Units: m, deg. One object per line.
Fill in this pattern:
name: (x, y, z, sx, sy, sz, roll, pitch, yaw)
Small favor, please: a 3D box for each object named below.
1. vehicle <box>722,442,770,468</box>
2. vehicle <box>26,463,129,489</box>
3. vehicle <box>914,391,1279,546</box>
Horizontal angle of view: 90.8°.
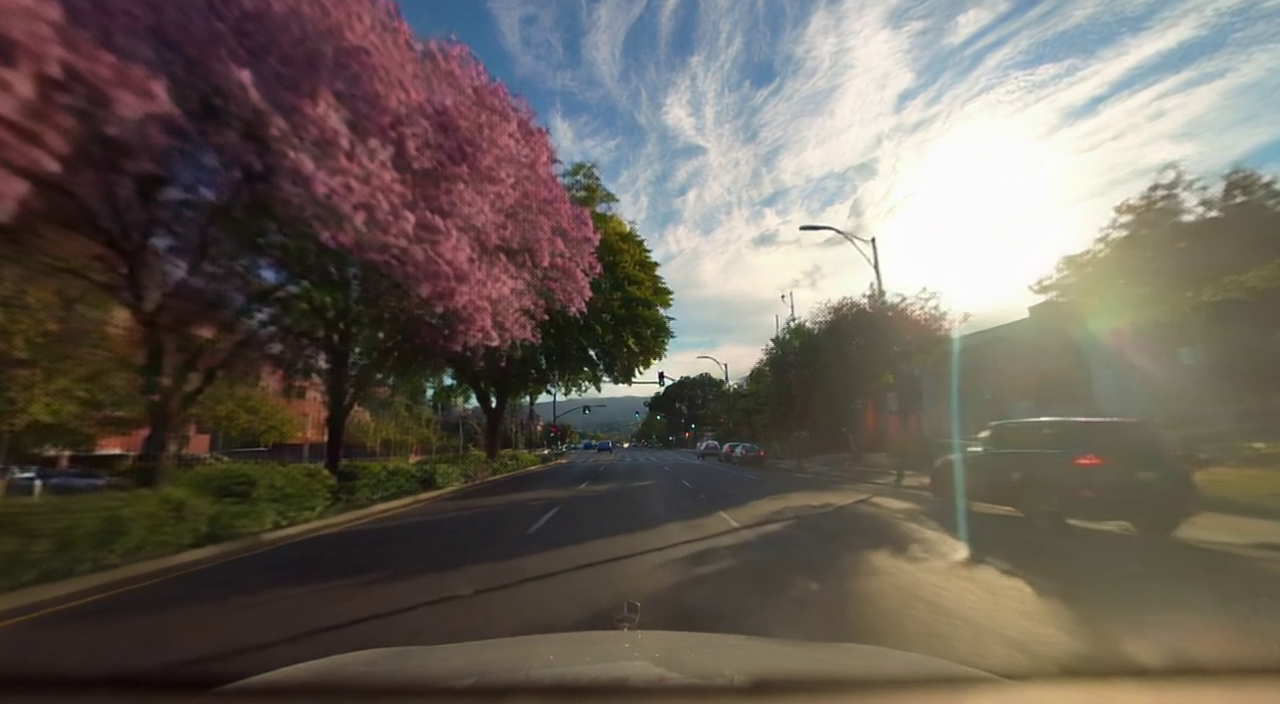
vehicle: (6.470, 6.358, 39.235, 1.891, 1.456, 4.909, 0, -9, -3)
vehicle: (-34.022, 7.502, 38.327, 4.077, 1.429, 1.997, 3, -9, -18)
vehicle: (6.941, 1.807, 10.392, 2.450, 1.892, 5.107, 0, -9, -2)
